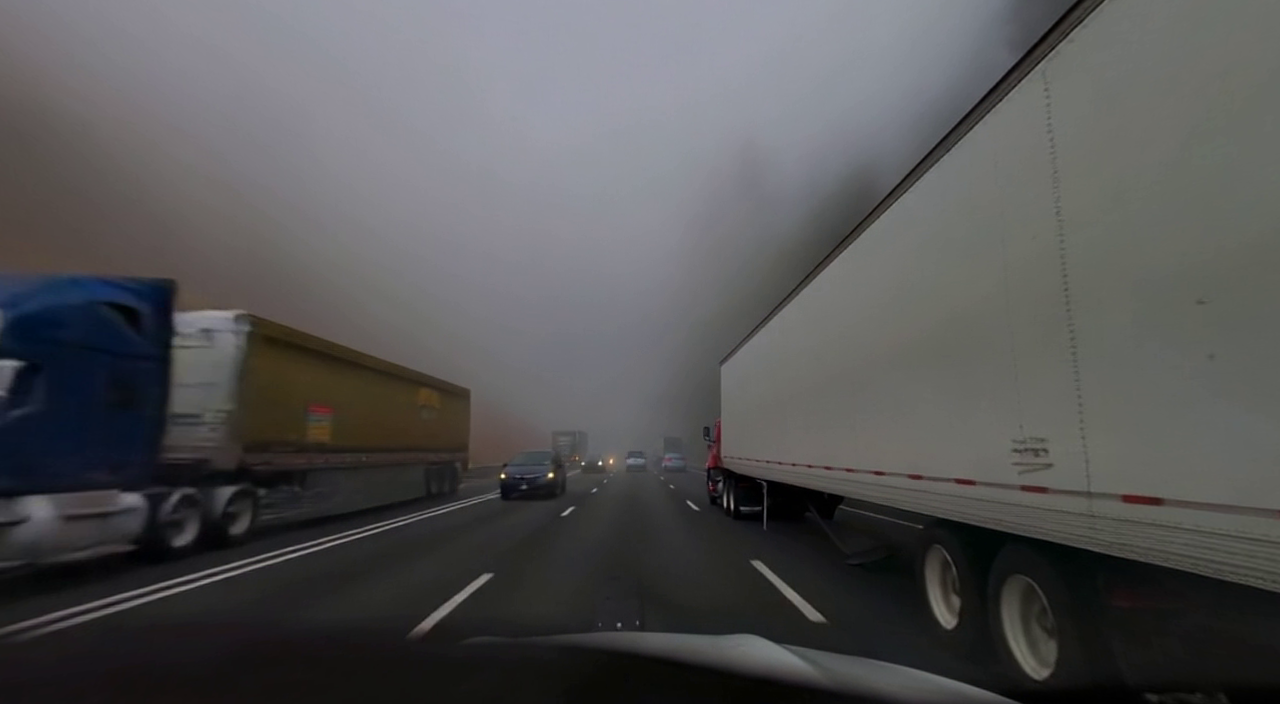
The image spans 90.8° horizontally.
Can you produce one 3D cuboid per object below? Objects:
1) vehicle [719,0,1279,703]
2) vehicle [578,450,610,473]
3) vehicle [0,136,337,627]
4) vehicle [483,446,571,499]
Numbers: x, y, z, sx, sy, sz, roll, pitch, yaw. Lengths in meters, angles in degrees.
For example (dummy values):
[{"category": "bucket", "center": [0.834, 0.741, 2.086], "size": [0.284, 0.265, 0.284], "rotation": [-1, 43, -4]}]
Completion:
[{"category": "vehicle", "center": [3.356, 0.510, 7.383], "size": [2.845, 4.071, 14.008], "rotation": [0, -9, -1]}, {"category": "vehicle", "center": [-3.313, 8.005, 46.182], "size": [1.949, 1.555, 3.888], "rotation": [0, -9, 1]}, {"category": "vehicle", "center": [-6.741, 0.629, 7.699], "size": [3.004, 3.974, 5.891], "rotation": [0, -9, 0]}, {"category": "vehicle", "center": [-3.677, 3.999, 21.378], "size": [2.088, 1.589, 4.464], "rotation": [0, -9, 1]}]
